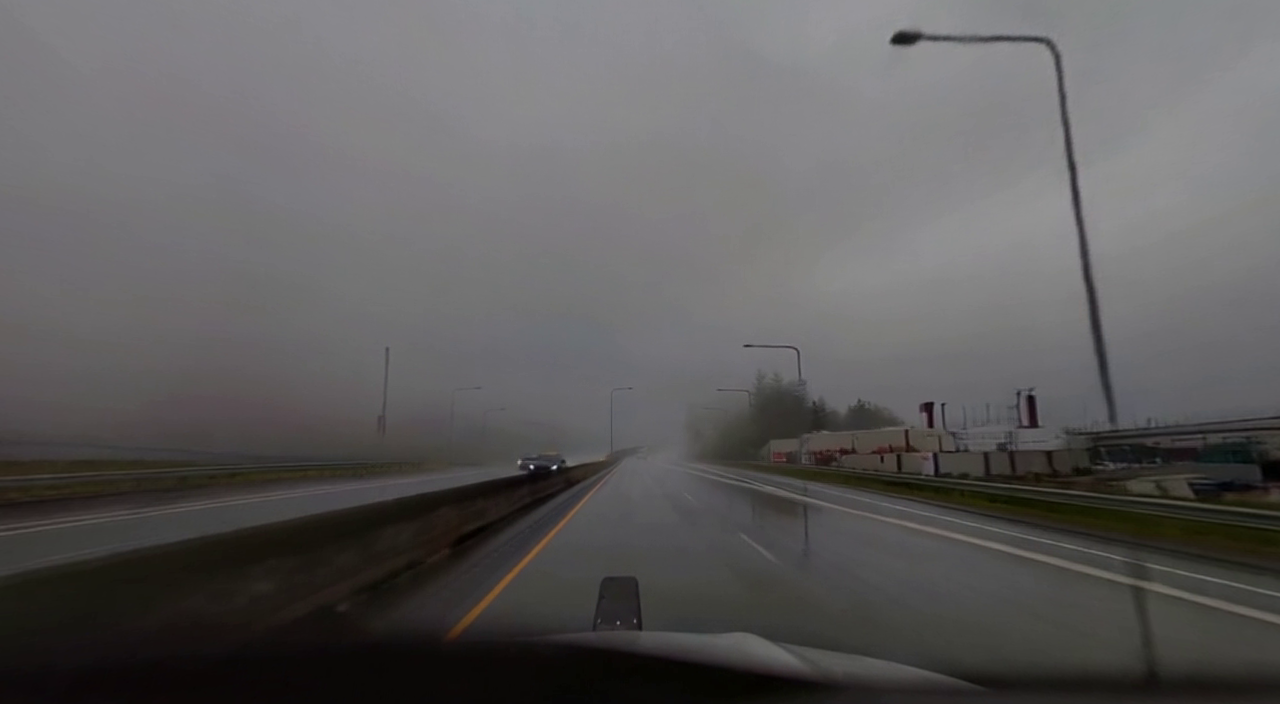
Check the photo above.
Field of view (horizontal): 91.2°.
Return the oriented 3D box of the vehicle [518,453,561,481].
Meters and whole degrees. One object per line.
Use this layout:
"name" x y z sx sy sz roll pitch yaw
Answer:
"vehicle" -6.068 6.995 38.422 1.918 1.590 4.225 -1 -9 0
